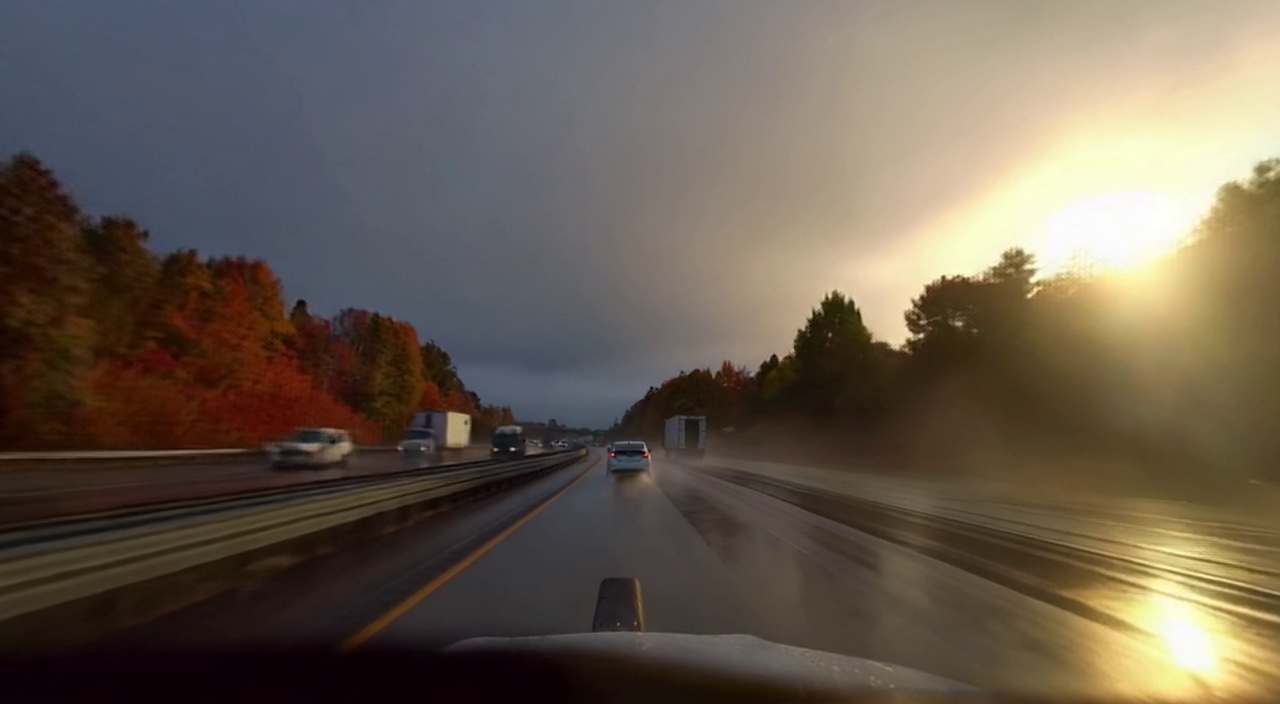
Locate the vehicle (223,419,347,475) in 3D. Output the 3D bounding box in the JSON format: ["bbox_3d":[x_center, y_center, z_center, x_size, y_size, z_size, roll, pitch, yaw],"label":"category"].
[{"bbox_3d":[-13.383,3.654,24.057,2.059,1.899,4.680,0,-9,-1],"label":"vehicle"}]

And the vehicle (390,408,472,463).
[{"bbox_3d":[-14.289,5.877,43.615,2.962,3.482,8.134,0,-9,-1],"label":"vehicle"}]

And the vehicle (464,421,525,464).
[{"bbox_3d":[-9.462,5.994,41.430,2.433,2.536,7.064,0,-9,-1],"label":"vehicle"}]

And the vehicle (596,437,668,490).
[{"bbox_3d":[-0.271,3.544,20.203,2.099,1.506,4.097,0,-9,-1],"label":"vehicle"}]
